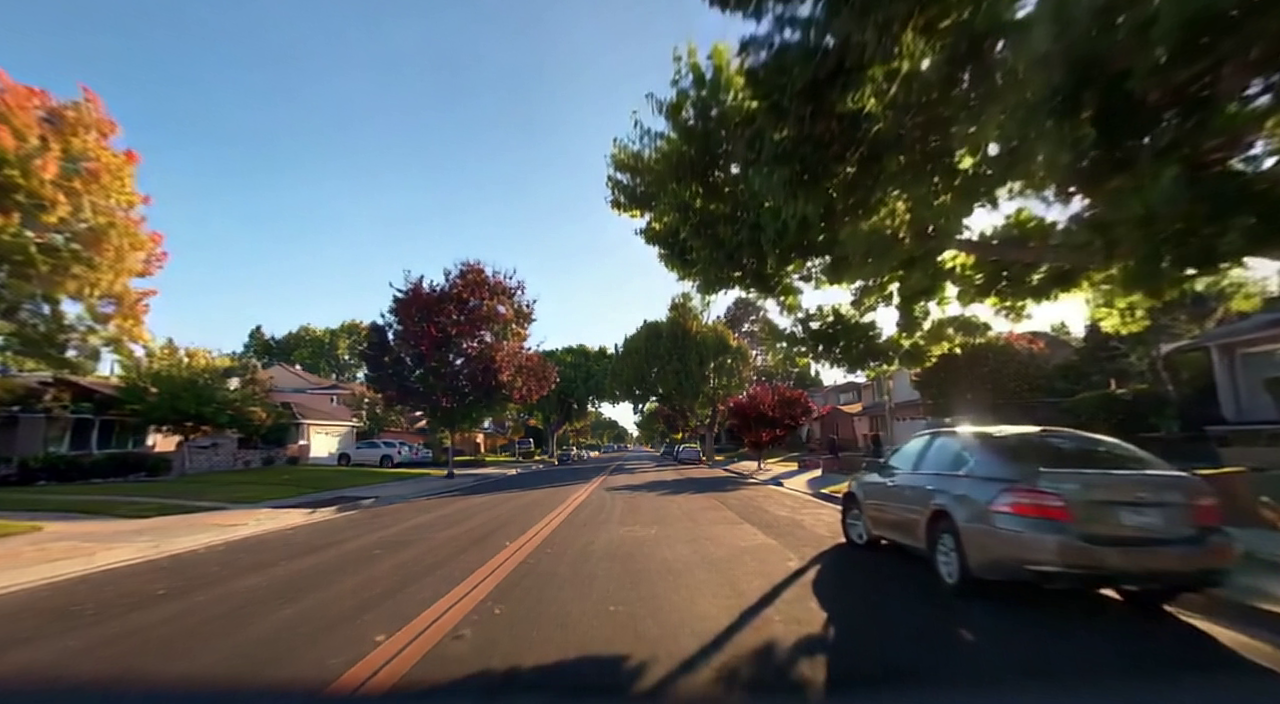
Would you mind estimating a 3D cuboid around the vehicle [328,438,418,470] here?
[{"bbox_3d":[-15.387,5.886,36.409,4.320,1.767,1.951,0,-9,3],"label":"vehicle"}]

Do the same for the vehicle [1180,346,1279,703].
[{"bbox_3d":[3.936,0.562,0.590,2.068,1.838,5.278,0,-9,-1],"label":"vehicle"}]

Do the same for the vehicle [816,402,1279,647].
[{"bbox_3d":[3.679,1.533,6.775,2.316,1.695,4.596,0,-8,1],"label":"vehicle"}]

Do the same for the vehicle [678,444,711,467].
[{"bbox_3d":[3.815,7.347,44.829,1.917,1.569,4.460,0,-9,-1],"label":"vehicle"}]
